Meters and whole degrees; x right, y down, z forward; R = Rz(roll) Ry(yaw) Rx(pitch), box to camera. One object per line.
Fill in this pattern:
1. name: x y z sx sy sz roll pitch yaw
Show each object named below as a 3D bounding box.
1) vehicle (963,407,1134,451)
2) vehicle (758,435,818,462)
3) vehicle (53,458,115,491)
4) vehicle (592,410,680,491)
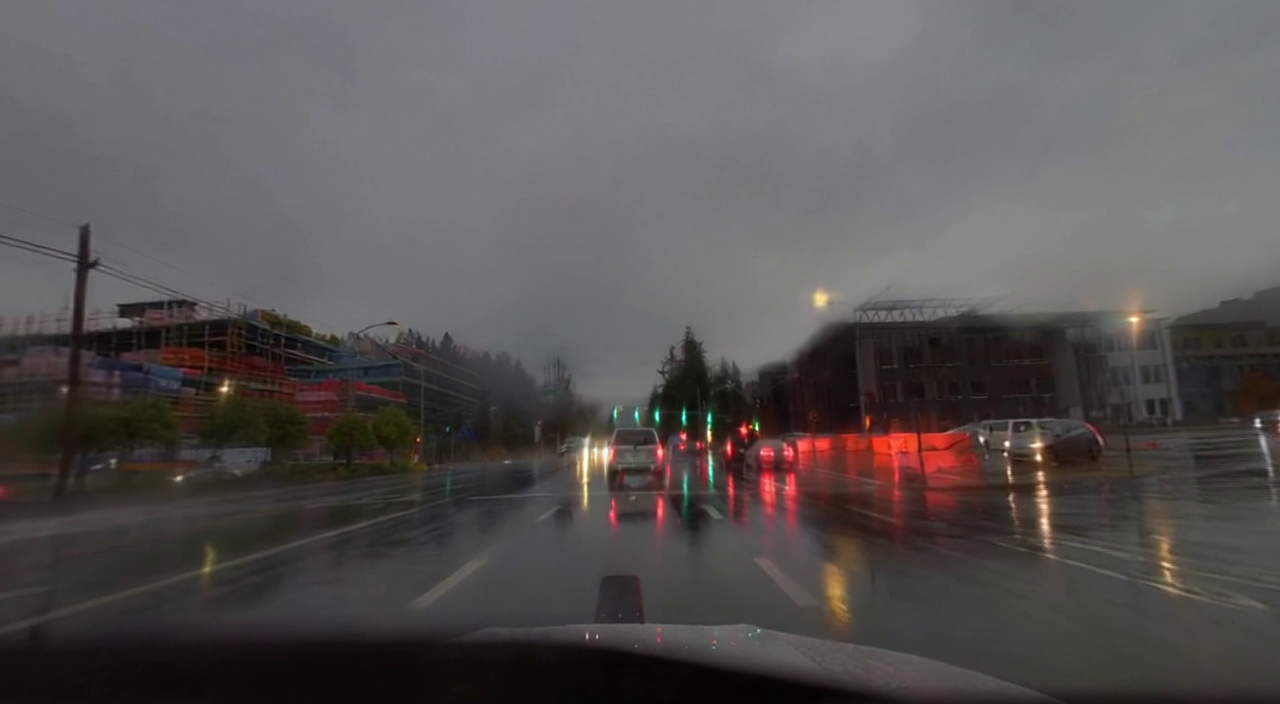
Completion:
1. vehicle: 14.907 2.899 23.219 4.986 1.467 2.025 -6 -10 34
2. vehicle: 9.034 5.834 38.221 2.145 1.503 4.267 -6 -10 33
3. vehicle: -33.363 7.285 37.720 4.692 1.720 1.941 -7 -11 40
4. vehicle: -0.220 3.066 19.763 2.350 2.122 5.801 0 -9 -2
